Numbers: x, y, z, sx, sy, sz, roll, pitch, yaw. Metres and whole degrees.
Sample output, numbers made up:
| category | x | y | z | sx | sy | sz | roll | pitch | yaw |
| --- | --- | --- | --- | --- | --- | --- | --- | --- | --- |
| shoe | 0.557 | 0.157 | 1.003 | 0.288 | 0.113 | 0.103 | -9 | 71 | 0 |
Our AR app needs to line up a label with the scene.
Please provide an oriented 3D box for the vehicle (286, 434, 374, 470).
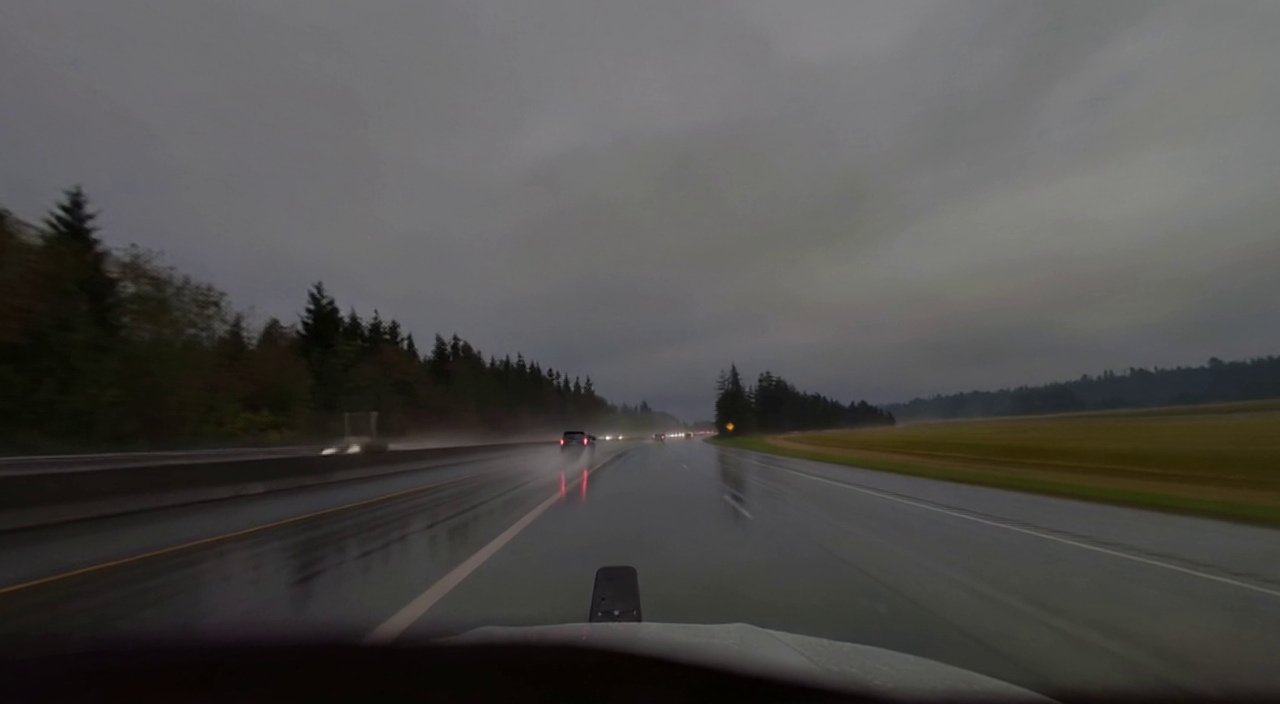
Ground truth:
| category | x | y | z | sx | sy | sz | roll | pitch | yaw |
| --- | --- | --- | --- | --- | --- | --- | --- | --- | --- |
| vehicle | -15.827 | 5.109 | 32.532 | 2.294 | 1.722 | 4.600 | 0 | -8 | -1 |

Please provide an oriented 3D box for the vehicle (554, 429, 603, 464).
| category | x | y | z | sx | sy | sz | roll | pitch | yaw |
| --- | --- | --- | --- | --- | --- | --- | --- | --- | --- |
| vehicle | -3.126 | 4.879 | 32.664 | 2.084 | 1.654 | 4.080 | 0 | -8 | 1 |
